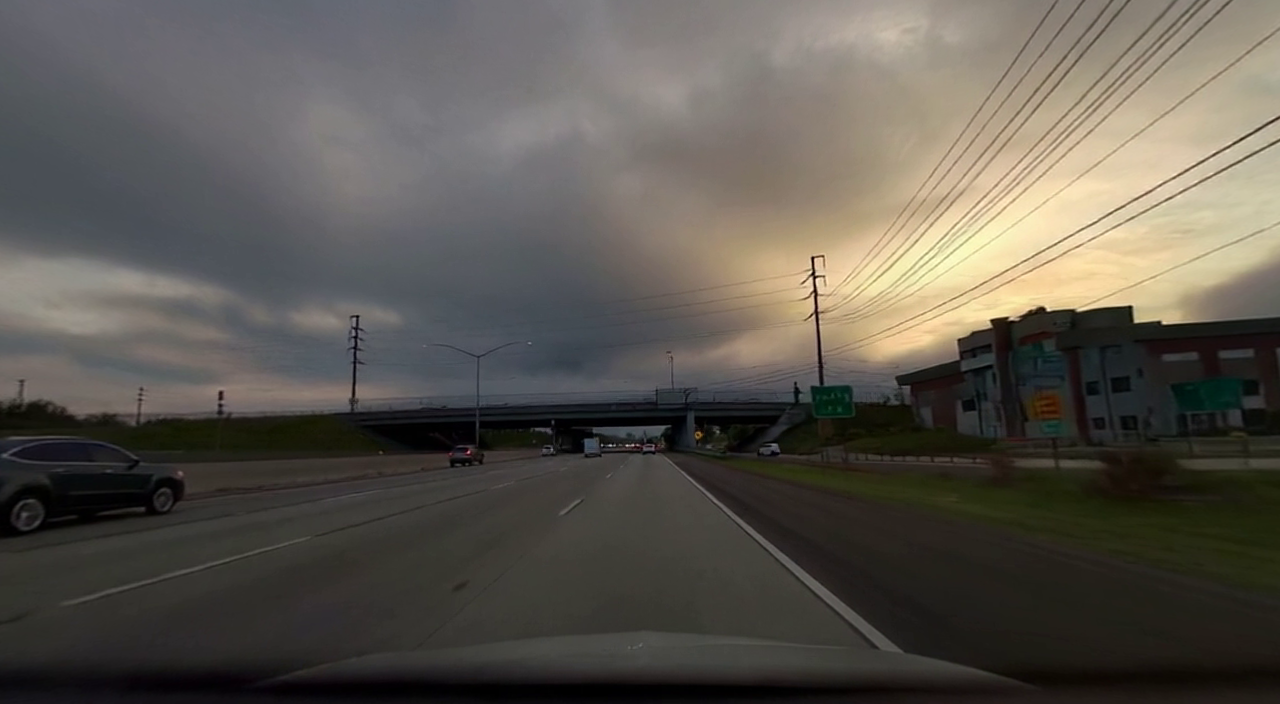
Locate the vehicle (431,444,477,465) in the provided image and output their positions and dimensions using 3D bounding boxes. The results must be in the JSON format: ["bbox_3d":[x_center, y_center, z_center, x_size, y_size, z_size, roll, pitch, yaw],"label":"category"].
[{"bbox_3d":[-13.565,7.497,46.247,1.988,1.477,4.442,0,-8,1],"label":"vehicle"}]

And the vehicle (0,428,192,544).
[{"bbox_3d":[-10.268,2.146,10.549,2.122,1.655,4.533,0,-8,1],"label":"vehicle"}]
